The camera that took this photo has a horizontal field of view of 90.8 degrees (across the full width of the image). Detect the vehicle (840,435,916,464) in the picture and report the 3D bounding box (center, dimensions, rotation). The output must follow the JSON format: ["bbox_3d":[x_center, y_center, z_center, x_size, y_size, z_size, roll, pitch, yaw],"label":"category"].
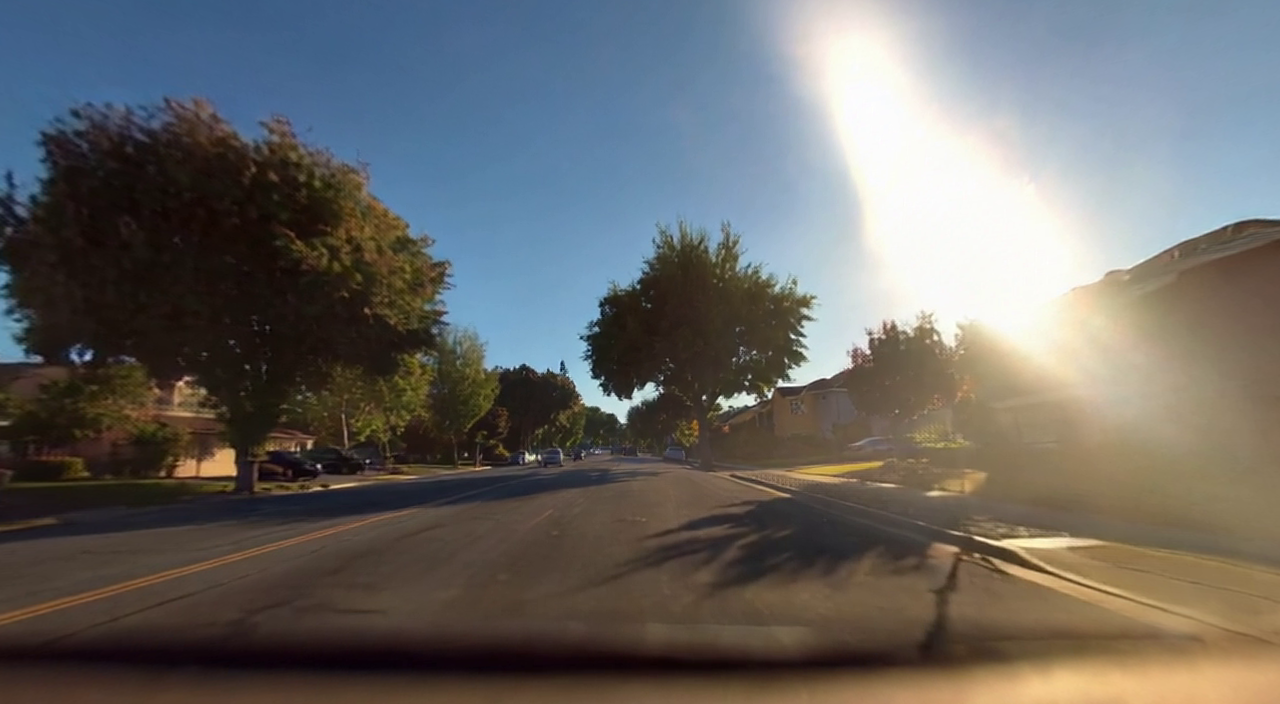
[{"bbox_3d":[15.216,6.256,40.328,4.362,1.702,2.333,7,-12,-33],"label":"vehicle"}]

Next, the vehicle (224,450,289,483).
[{"bbox_3d":[-22.628,6.661,37.228,2.253,1.768,4.266,7,-12,-43],"label":"vehicle"}]

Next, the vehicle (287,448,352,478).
[{"bbox_3d":[-22.968,7.861,45.201,5.429,1.949,2.437,-9,-12,44],"label":"vehicle"}]
